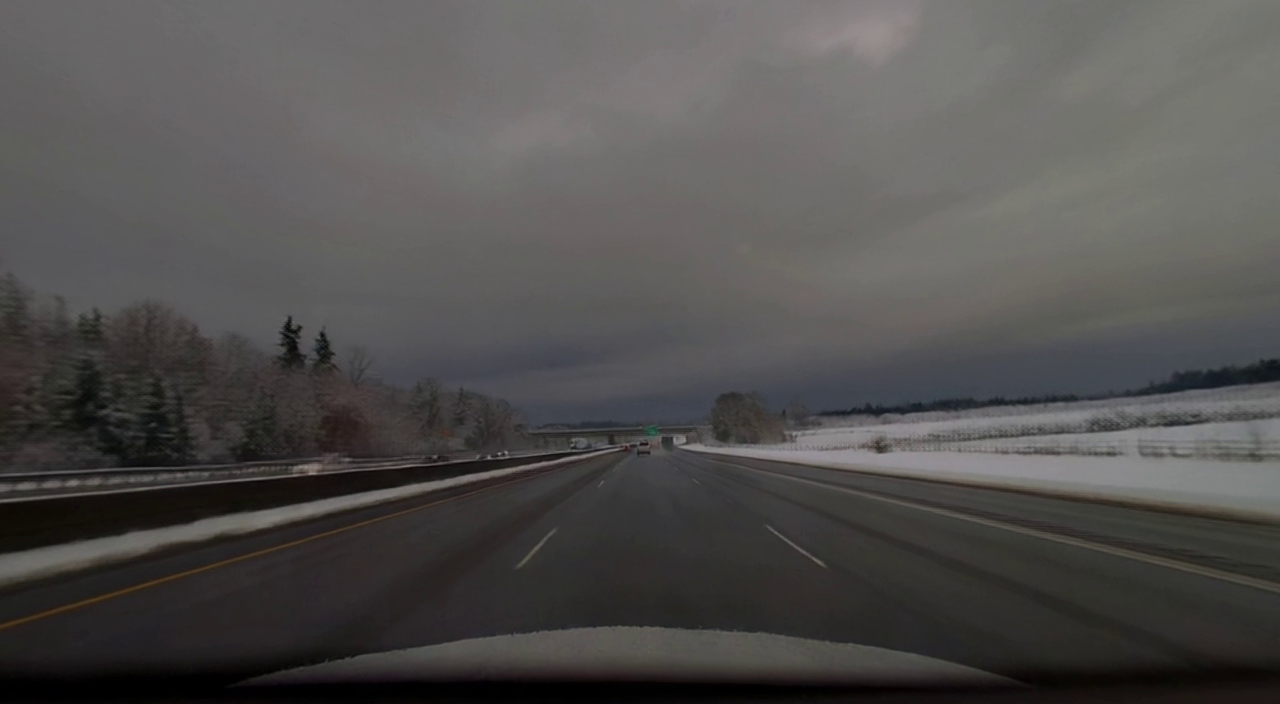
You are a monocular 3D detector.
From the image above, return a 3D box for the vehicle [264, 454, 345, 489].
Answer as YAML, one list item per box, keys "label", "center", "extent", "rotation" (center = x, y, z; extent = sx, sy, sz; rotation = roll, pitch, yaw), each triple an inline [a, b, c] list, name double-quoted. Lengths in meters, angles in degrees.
- label: "vehicle"
  center: [-15.531, 5.529, 29.337]
  extent: [1.718, 1.442, 3.702]
  rotation: [-1, -9, 0]
